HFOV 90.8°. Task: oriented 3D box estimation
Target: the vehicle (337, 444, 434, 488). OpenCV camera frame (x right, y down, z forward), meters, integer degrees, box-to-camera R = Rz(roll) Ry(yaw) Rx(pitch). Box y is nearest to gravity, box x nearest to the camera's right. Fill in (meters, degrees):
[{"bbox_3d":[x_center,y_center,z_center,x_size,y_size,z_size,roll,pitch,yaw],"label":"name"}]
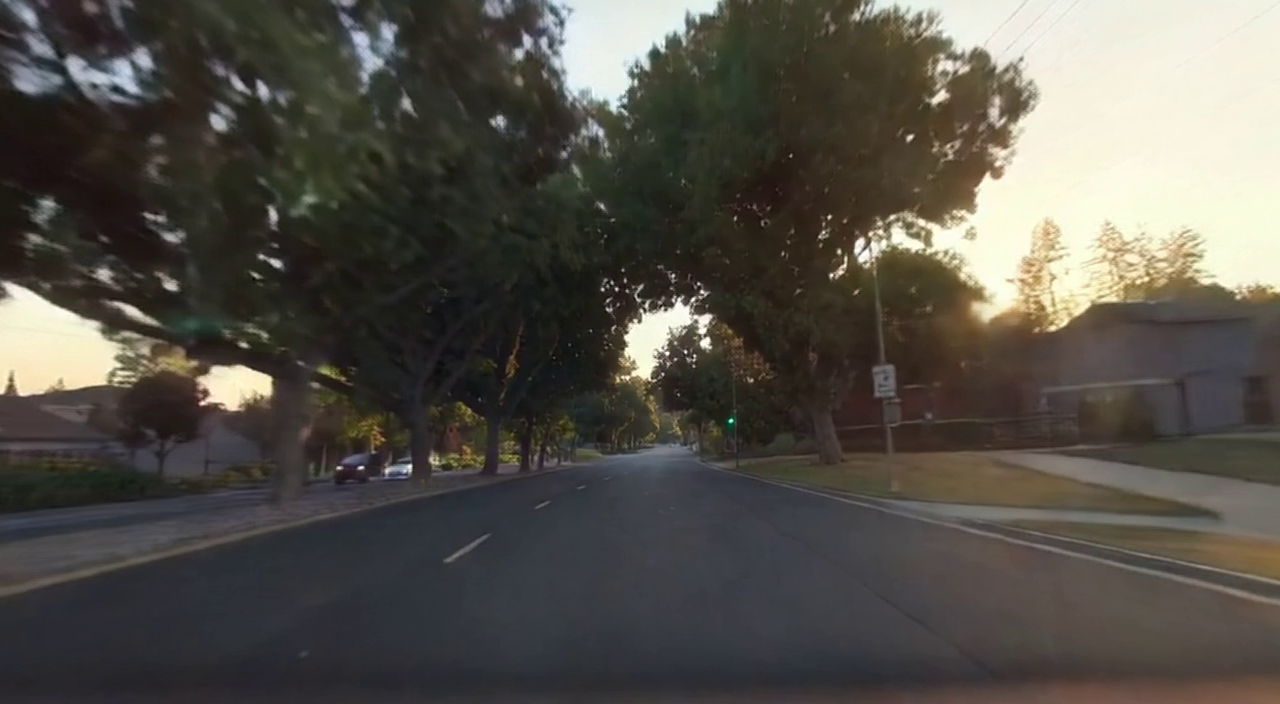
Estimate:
[{"bbox_3d":[-11.744,5.262,29.548,2.113,1.788,4.701,-4,-9,8],"label":"vehicle"}]
